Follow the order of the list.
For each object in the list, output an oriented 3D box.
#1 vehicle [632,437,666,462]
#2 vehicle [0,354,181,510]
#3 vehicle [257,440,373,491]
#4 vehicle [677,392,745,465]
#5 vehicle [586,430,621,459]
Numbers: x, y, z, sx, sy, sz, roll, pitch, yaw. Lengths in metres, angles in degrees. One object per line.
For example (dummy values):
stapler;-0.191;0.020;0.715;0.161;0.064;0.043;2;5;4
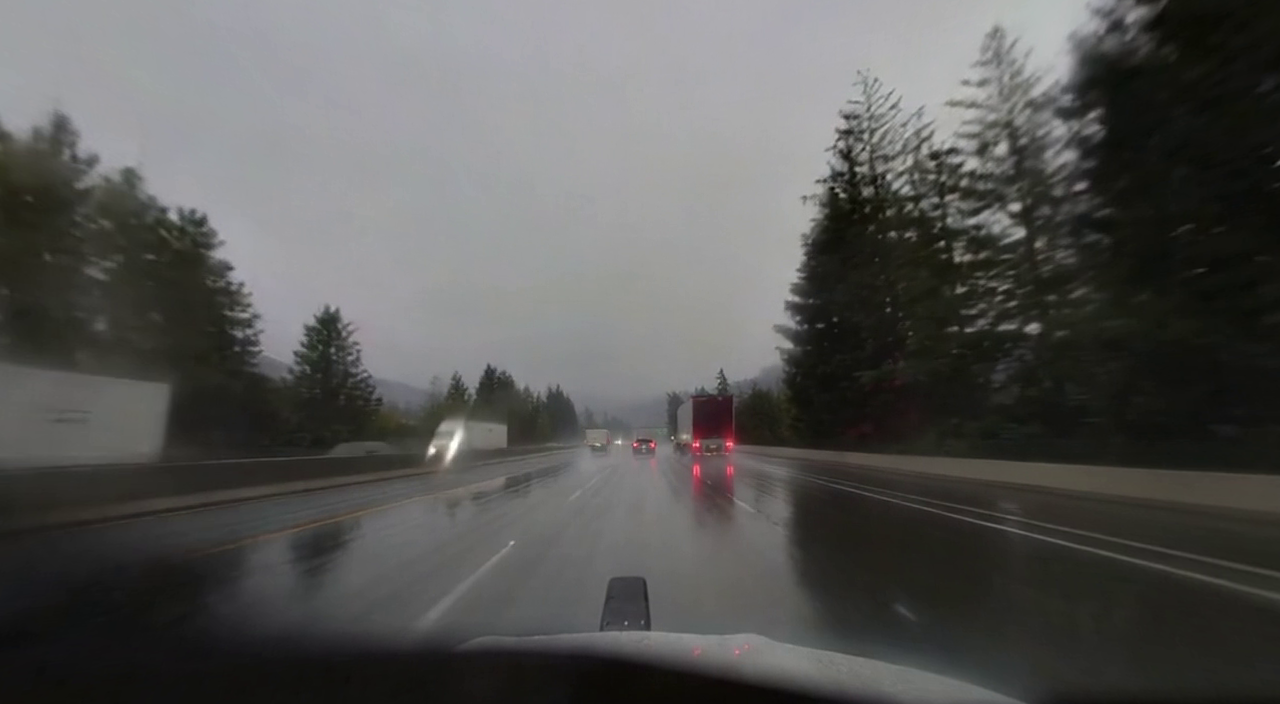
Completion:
vehicle;0.564;6.490;42.130;2.139;1.607;4.034;0;-8;0
vehicle;-18.583;2.071;16.295;3.001;4.138;13.607;0;-8;1
vehicle;-10.862;3.784;21.389;1.900;1.548;4.087;0;-8;-3
vehicle;4.490;5.344;43.097;3.005;4.131;14.221;1;-8;0
vehicle;-2.627;6.854;46.615;2.247;2.039;5.008;0;-8;1
